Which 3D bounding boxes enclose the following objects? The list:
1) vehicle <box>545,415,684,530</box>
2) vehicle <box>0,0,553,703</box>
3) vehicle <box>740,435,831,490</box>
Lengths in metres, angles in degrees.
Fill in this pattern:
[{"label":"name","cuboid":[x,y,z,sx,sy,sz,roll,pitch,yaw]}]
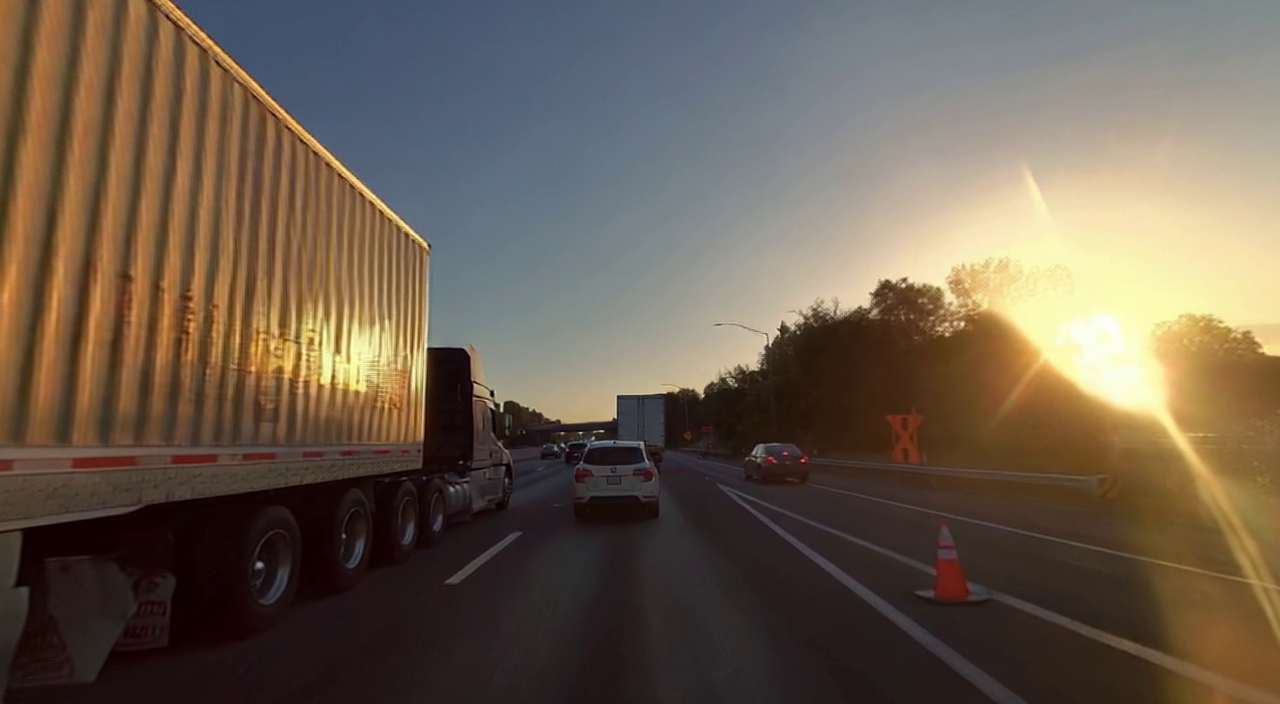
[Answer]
[{"label":"vehicle","cuboid":[-0.378,2.170,11.832,2.152,1.779,3.924,0,-9,1]},{"label":"vehicle","cuboid":[-3.696,0.341,7.523,2.857,4.063,16.026,0,-8,1]},{"label":"vehicle","cuboid":[4.664,3.589,20.792,1.937,1.601,3.798,0,-9,-2]}]
